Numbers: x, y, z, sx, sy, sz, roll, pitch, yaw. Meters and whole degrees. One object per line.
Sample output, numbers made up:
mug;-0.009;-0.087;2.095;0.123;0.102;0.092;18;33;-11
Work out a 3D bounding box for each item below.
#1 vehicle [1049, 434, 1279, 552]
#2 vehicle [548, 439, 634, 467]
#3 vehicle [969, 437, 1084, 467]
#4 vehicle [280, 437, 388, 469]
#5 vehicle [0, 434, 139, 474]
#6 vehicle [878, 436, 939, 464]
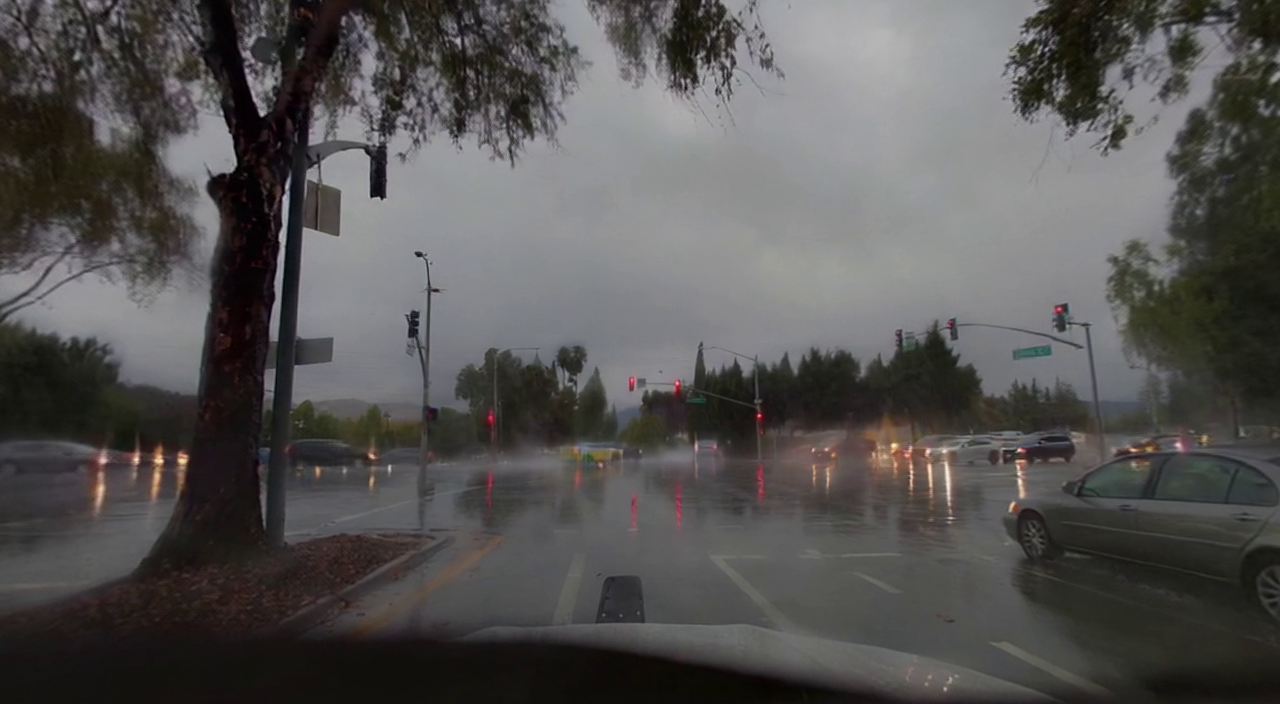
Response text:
vehicle;9.282;2.198;10.381;1.993;1.505;4.721;3;-9;0
vehicle;-2.727;5.758;36.300;1.935;1.476;4.849;-8;-12;44
vehicle;19.578;5.071;32.186;4.516;1.468;1.962;-1;-9;9
vehicle;-14.996;4.941;31.035;4.580;1.472;1.891;5;-10;-30
vehicle;-22.460;3.885;24.164;4.671;1.465;1.934;3;-9;-17
vehicle;16.161;5.873;37.888;2.001;1.561;4.481;-7;-11;40
